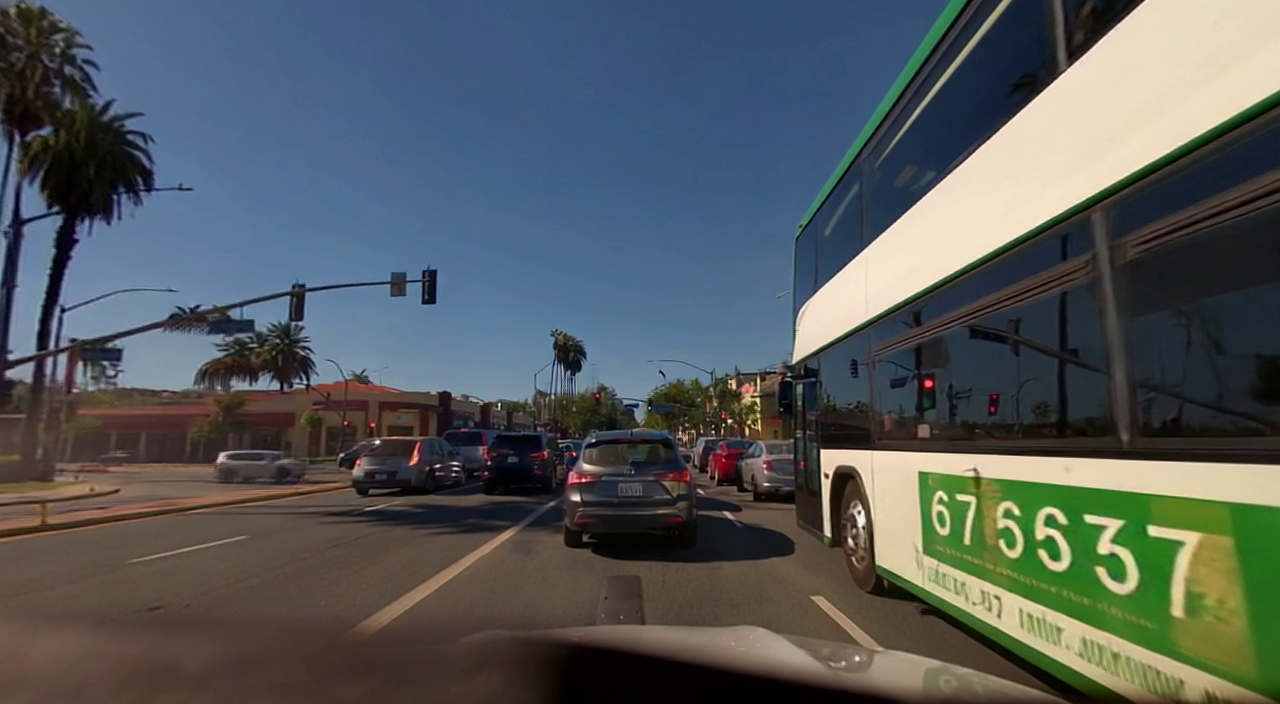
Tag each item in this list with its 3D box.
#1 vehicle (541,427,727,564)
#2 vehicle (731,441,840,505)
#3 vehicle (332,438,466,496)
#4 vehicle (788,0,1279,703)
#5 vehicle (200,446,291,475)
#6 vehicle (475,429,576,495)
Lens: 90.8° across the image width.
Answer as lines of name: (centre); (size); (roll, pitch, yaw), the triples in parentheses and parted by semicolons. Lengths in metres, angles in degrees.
vehicle: (-0.074, 1.890, 9.015); (2.060, 1.499, 3.831); (0, -9, 0)
vehicle: (3.693, 3.138, 16.910); (1.989, 1.467, 4.364); (0, -9, 1)
vehicle: (-6.902, 3.347, 18.776); (1.927, 1.480, 4.832); (0, -9, 2)
vehicle: (3.543, -0.325, 1.922); (2.970, 4.015, 13.606); (0, -9, 0)
vehicle: (-26.551, 7.296, 42.630); (4.737, 1.845, 1.920); (0, -9, -4)
vehicle: (-3.254, 3.247, 18.912); (2.020, 1.721, 4.366); (-1, -9, 2)
